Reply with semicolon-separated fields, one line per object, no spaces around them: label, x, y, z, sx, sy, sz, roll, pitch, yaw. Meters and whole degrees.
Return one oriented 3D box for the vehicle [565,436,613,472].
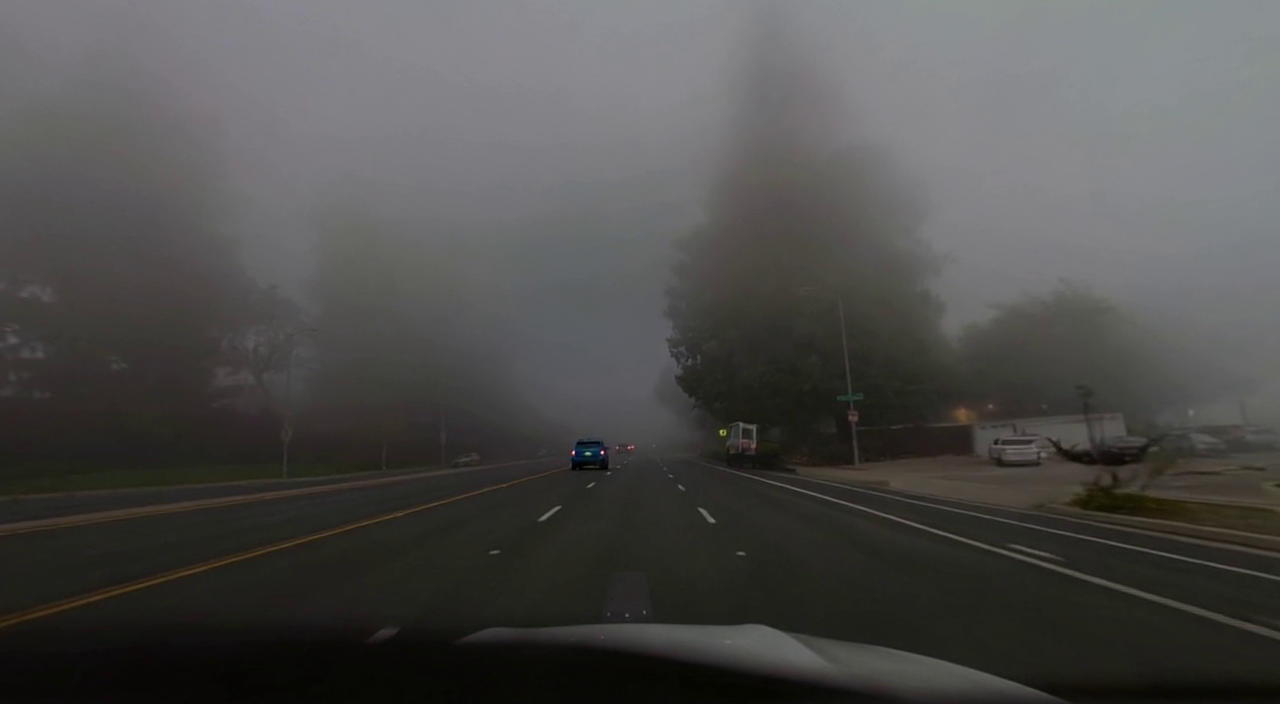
vehicle;-2.719;5.561;34.634;2.179;1.851;4.756;0;-8;1

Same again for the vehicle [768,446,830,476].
vehicle;8.118;5.598;32.701;1.976;1.445;4.909;0;-8;0

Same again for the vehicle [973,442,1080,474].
vehicle;19.660;5.364;32.209;1.864;1.523;4.176;5;-10;-30

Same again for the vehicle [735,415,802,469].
vehicle;8.154;5.829;40.891;3.101;3.161;6.513;0;-8;1
